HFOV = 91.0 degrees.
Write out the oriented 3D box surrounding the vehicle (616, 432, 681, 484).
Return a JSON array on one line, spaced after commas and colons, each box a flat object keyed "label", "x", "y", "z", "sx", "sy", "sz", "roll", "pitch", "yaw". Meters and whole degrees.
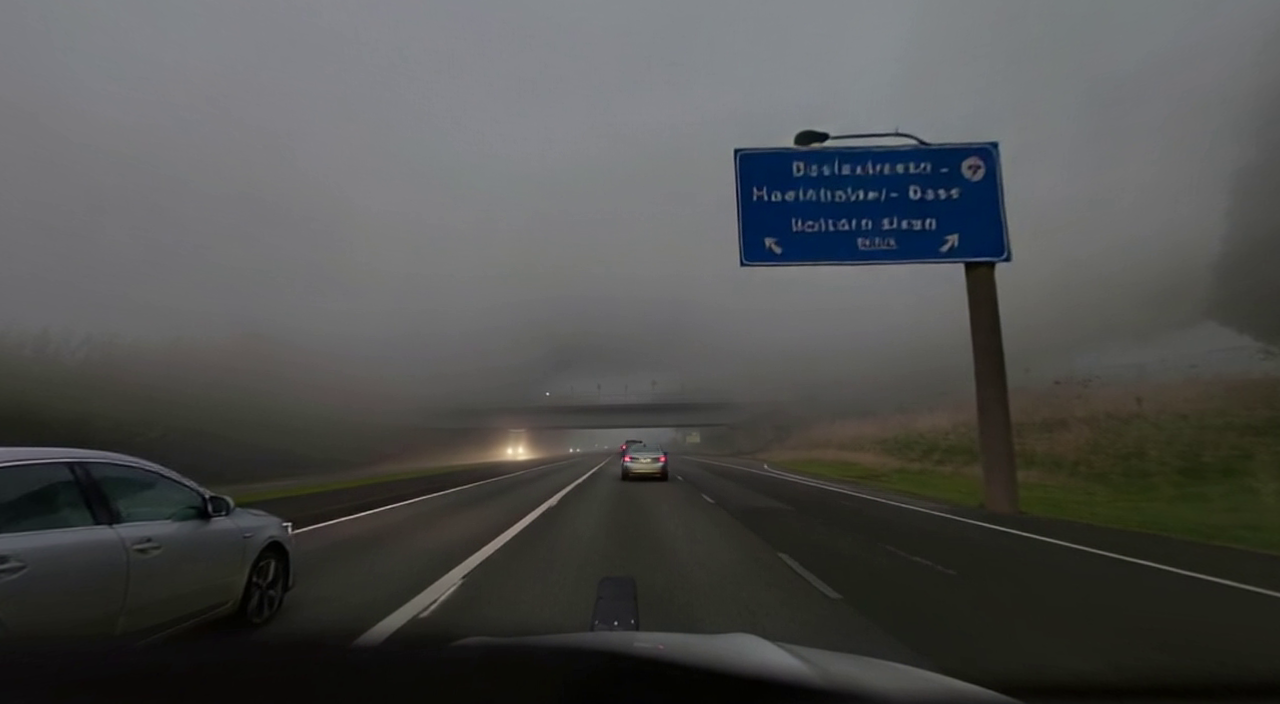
[{"label": "vehicle", "x": 0.191, "y": 3.720, "z": 22.403, "sx": 2.092, "sy": 1.636, "sz": 4.024, "roll": 0, "pitch": -8, "yaw": -2}]
